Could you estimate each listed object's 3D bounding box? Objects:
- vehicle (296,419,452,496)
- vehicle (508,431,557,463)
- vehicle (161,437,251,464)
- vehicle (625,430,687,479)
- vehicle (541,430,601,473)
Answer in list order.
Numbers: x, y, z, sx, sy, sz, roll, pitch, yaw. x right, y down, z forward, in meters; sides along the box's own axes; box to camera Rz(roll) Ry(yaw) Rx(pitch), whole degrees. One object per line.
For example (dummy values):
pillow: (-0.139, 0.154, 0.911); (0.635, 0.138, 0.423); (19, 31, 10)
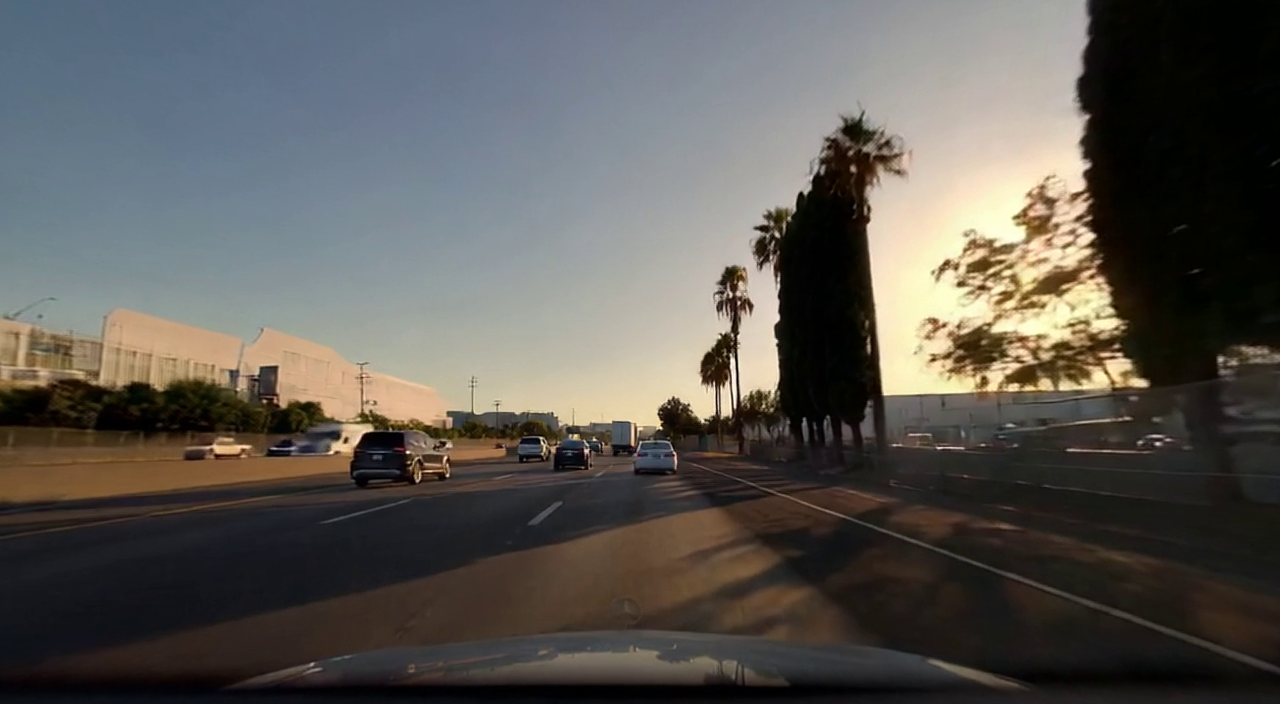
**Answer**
vehicle: (-6.907, 2.792, 17.080); (2.105, 1.790, 4.689); (0, -8, 1)
vehicle: (-6.793, 6.080, 40.434); (2.085, 1.932, 4.967); (0, -8, 2)
vehicle: (-27.486, 6.246, 40.173); (1.946, 1.526, 5.273); (-1, -8, 1)
vehicle: (0.563, 3.876, 24.080); (2.136, 1.678, 4.052); (0, -8, 0)
vehicle: (-3.067, 4.538, 28.999); (2.108, 1.832, 4.549); (0, -8, 1)
